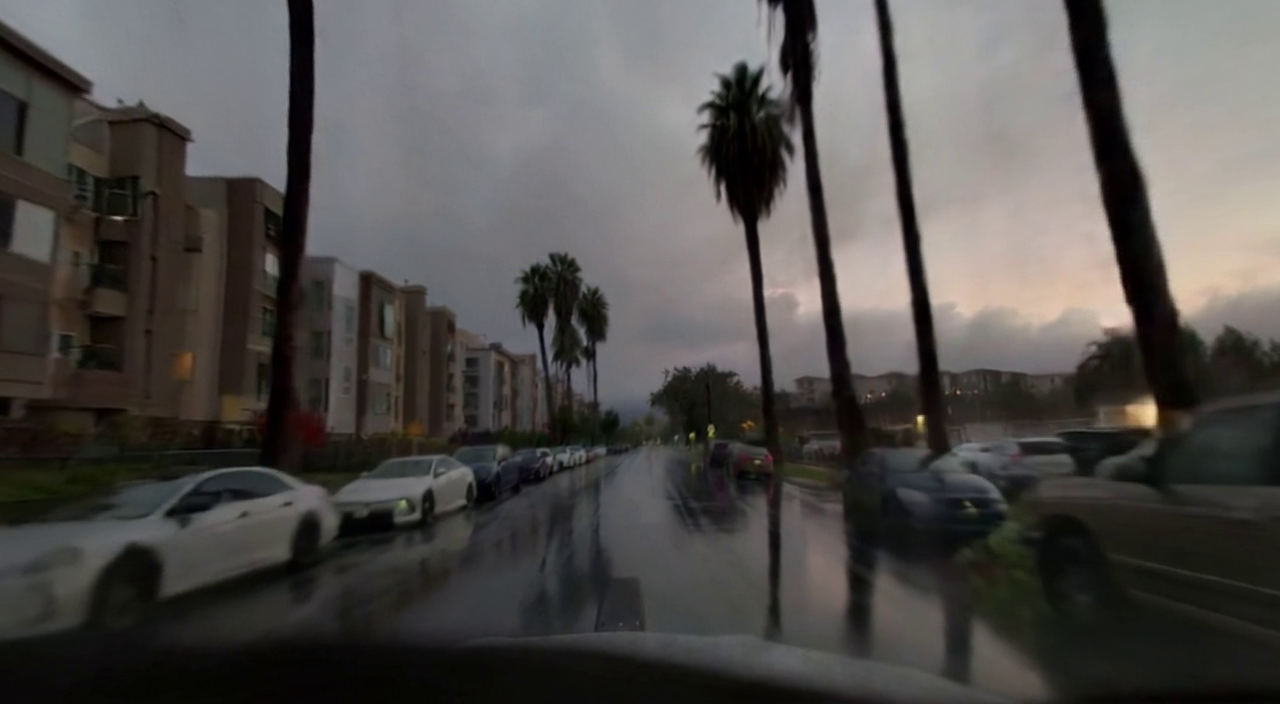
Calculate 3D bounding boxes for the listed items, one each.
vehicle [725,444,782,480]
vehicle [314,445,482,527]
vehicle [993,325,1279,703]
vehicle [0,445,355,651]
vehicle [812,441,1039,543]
[{"bbox_3d":[5.198,5.070,29.507,1.991,1.525,5.203,-1,-8,3],"label":"vehicle"},{"bbox_3d":[-5.088,2.852,14.074,1.997,1.497,4.437,0,-9,0],"label":"vehicle"},{"bbox_3d":[4.494,0.807,2.720,2.570,2.005,6.020,0,-8,1],"label":"vehicle"},{"bbox_3d":[-5.298,1.814,7.078,2.031,1.505,4.540,0,-8,1],"label":"vehicle"},{"bbox_3d":[4.882,2.433,11.806,2.026,1.474,4.859,0,-8,1],"label":"vehicle"}]
